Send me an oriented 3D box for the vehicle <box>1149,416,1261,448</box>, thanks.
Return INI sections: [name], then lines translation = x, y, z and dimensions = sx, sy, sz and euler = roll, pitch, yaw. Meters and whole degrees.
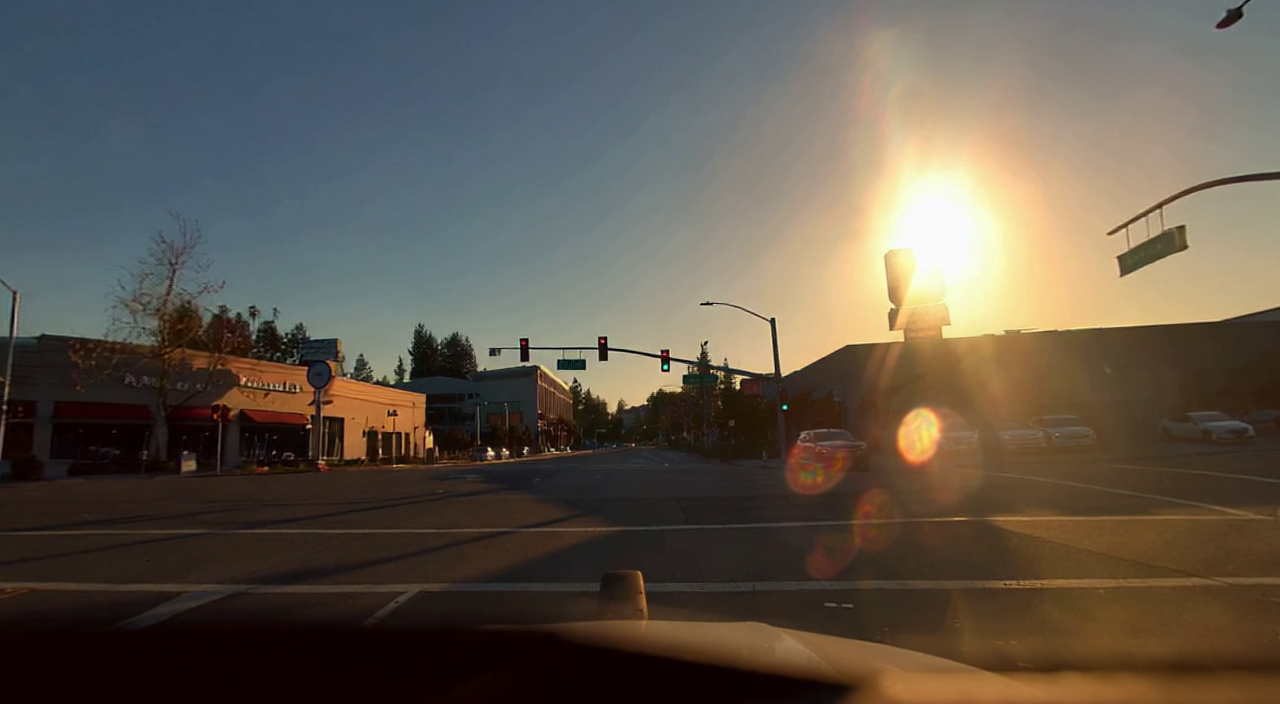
[vehicle]
translation = 28.259, 4.075, 31.724
dimensions = 1.799, 1.459, 4.266
euler = 0, -8, 3
